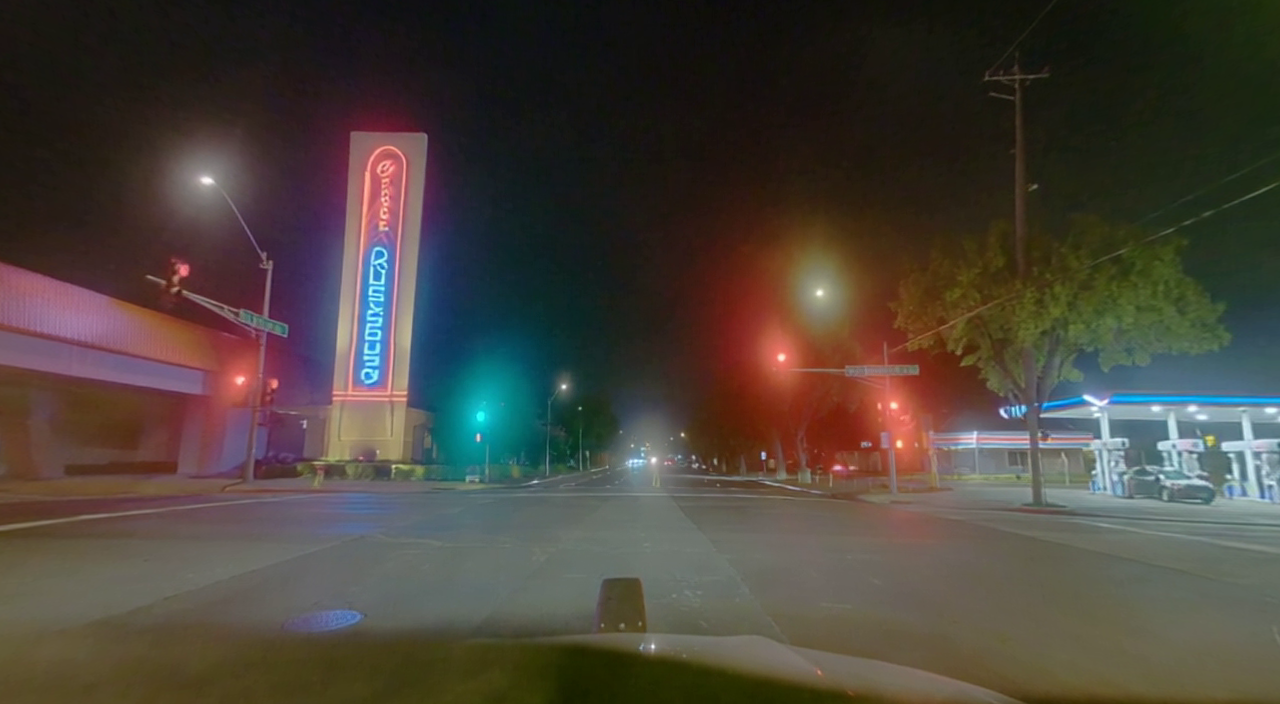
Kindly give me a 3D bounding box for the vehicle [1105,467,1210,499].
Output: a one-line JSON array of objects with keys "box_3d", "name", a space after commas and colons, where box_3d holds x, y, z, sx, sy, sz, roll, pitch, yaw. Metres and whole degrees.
[{"box_3d": [28.013, 7.065, 34.354, 1.897, 1.466, 4.211, 1, -8, -6], "name": "vehicle"}]
